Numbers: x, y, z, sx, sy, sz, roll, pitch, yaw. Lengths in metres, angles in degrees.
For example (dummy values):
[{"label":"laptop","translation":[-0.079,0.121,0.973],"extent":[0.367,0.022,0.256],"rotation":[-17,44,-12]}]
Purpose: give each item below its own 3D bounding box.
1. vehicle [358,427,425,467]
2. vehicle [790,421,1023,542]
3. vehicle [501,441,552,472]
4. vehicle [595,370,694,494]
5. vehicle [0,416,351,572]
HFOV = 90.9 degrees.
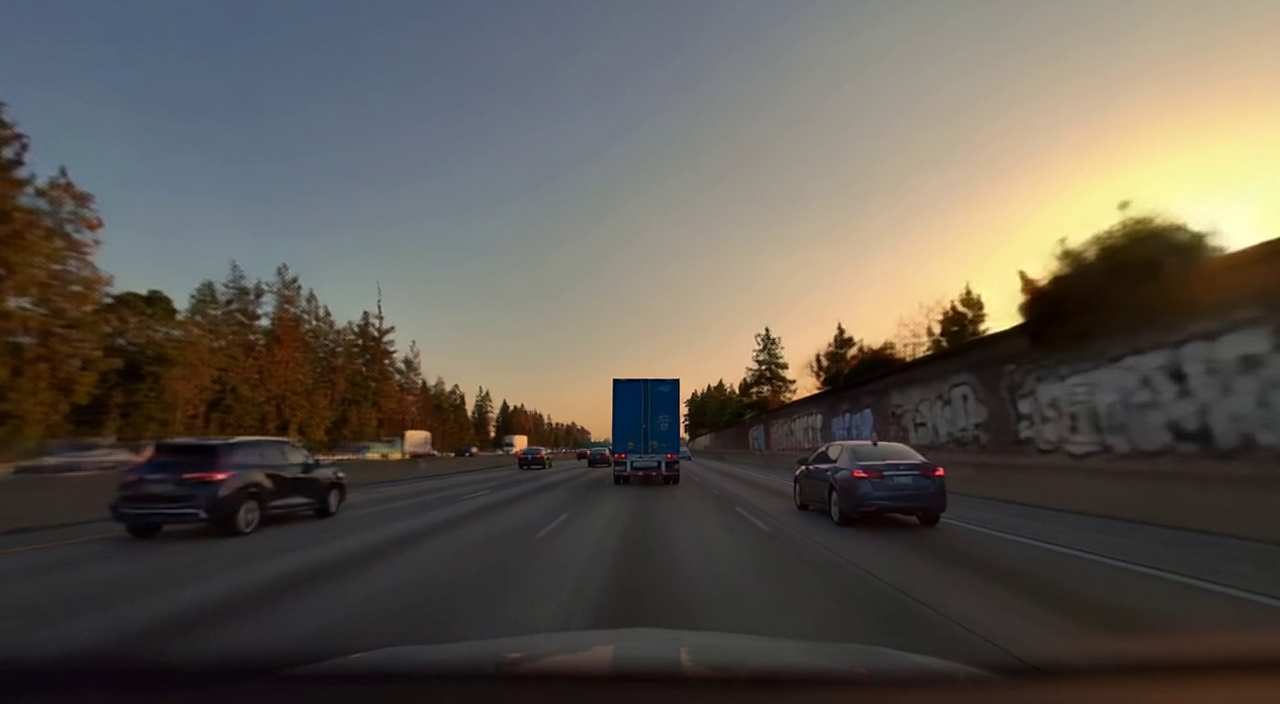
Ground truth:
[{"label":"vehicle","translation":[-17.406,6.738,44.595],"extent":[2.179,2.650,5.861],"rotation":[0,-9,1]},{"label":"vehicle","translation":[4.314,2.185,11.214],"extent":[2.205,1.689,4.403],"rotation":[0,-9,0]},{"label":"vehicle","translation":[-6.268,5.841,35.326],"extent":[2.005,1.607,4.042],"rotation":[0,-9,2]},{"label":"vehicle","translation":[0.134,3.111,23.656],"extent":[2.915,3.661,9.741],"rotation":[0,-9,0]},{"label":"vehicle","translation":[-6.525,1.909,9.271],"extent":[2.134,1.662,4.851],"rotation":[0,-9,1]}]
